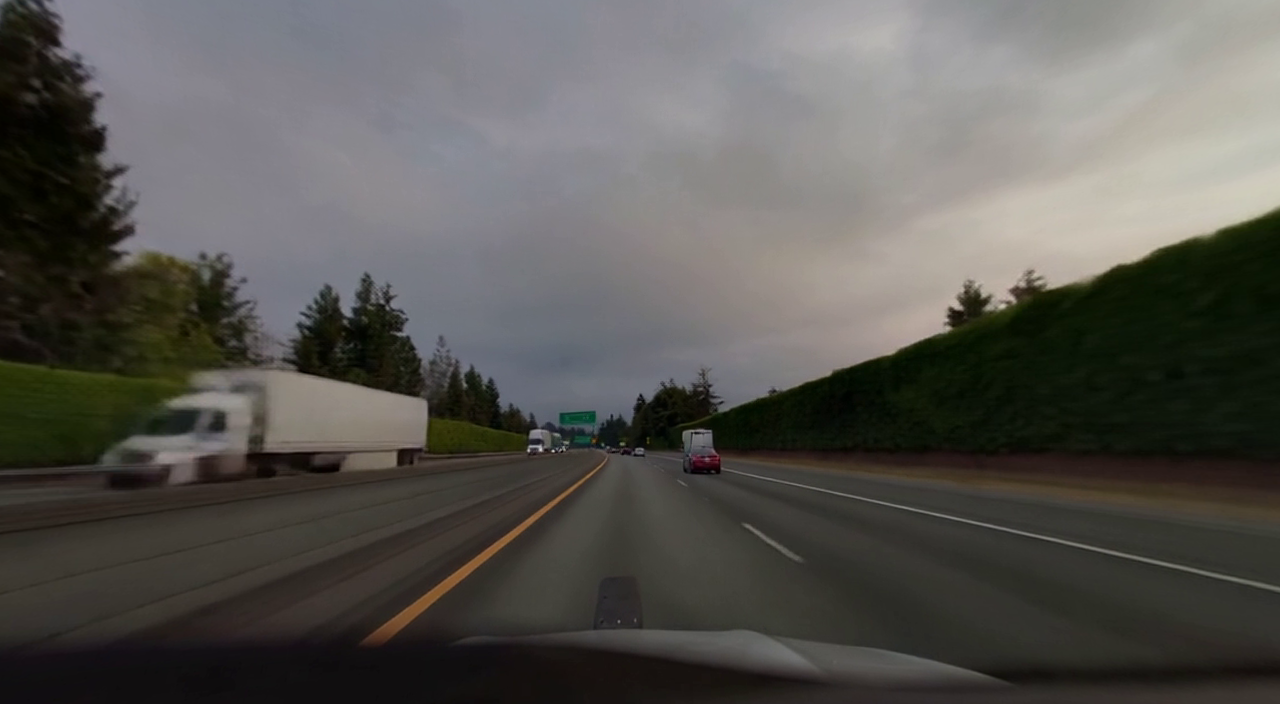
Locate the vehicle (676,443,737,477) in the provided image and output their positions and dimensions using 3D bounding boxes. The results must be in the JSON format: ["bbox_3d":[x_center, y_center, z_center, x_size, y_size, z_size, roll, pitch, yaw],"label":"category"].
[{"bbox_3d":[3.083,5.171,30.209,2.244,1.498,4.338,0,-9,-3],"label":"vehicle"}]

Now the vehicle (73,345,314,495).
[{"bbox_3d":[-13.429,2.226,19.698,3.118,3.986,5.803,0,-9,-1],"label":"vehicle"}]
